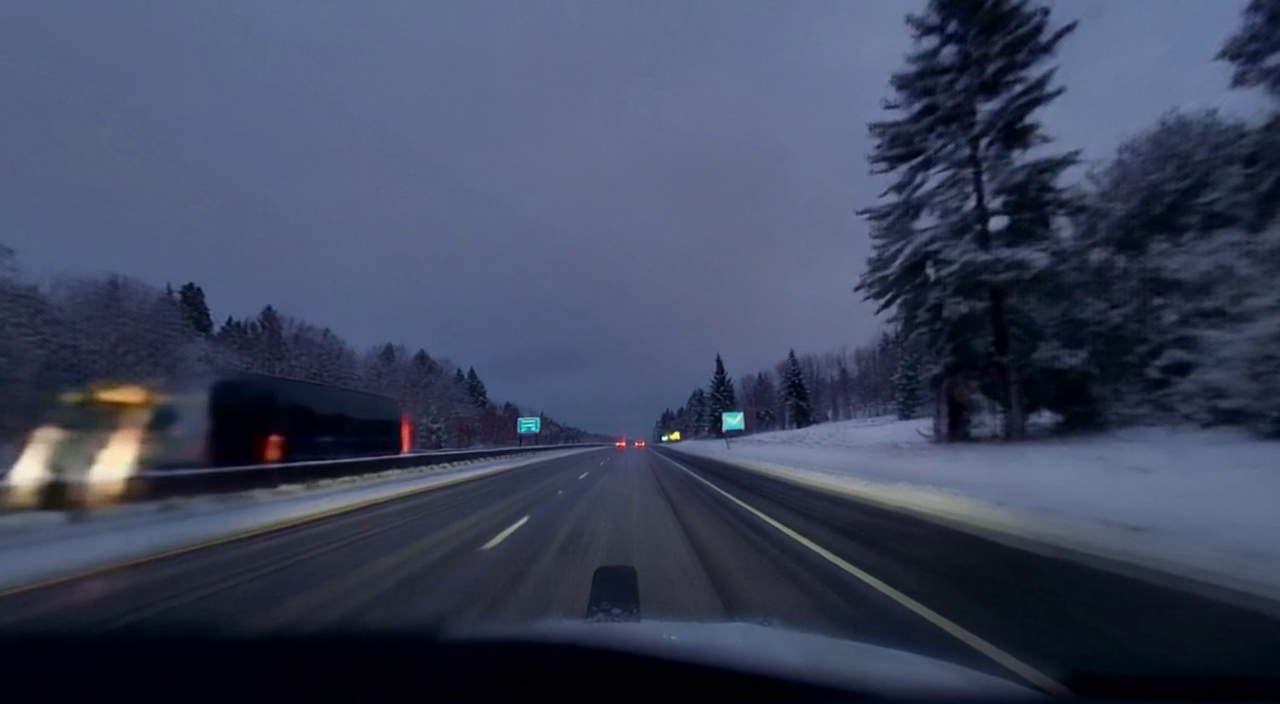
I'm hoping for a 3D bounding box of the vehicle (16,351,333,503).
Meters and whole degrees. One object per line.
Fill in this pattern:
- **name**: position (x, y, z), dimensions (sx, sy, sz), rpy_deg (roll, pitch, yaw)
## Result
- **vehicle**: position (-14.666, 2.674, 21.651), dimensions (2.992, 3.959, 10.297), rpy_deg (0, -8, 0)
